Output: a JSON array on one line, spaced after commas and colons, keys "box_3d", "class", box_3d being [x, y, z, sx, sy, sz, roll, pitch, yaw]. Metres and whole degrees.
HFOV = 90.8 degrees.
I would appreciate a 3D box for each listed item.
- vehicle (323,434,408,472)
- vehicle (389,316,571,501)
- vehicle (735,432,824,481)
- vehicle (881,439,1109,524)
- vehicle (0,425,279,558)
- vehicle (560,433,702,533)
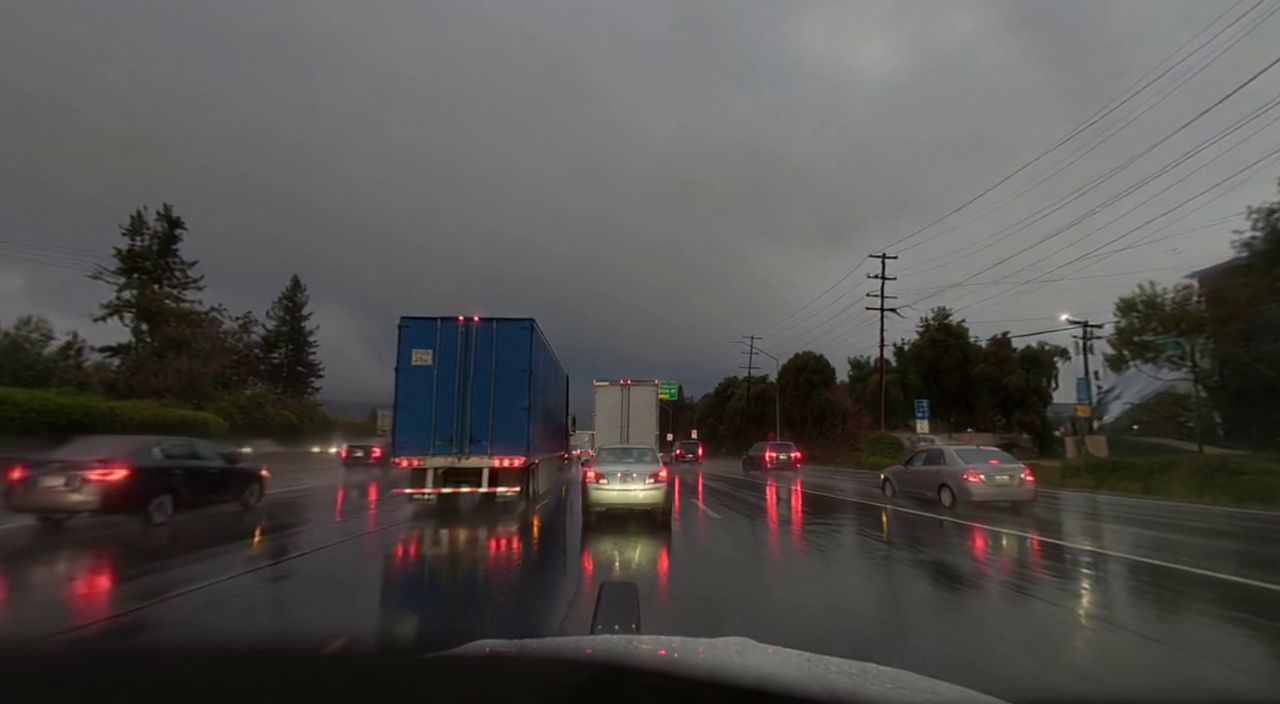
[{"box_3d": [-12.981, 4.815, 30.262, 2.148, 1.678, 4.851, 0, -9, -3], "class": "vehicle"}, {"box_3d": [-4.660, 2.655, 23.663, 3.150, 4.298, 17.928, 1, -9, -3], "class": "vehicle"}, {"box_3d": [5.181, 3.953, 24.016, 2.023, 1.676, 4.002, 1, -9, -7], "class": "vehicle"}, {"box_3d": [6.842, 2.502, 12.817, 1.878, 1.406, 4.164, 1, -9, -6], "class": "vehicle"}, {"box_3d": [-7.887, 1.955, 9.633, 2.016, 1.503, 4.785, 0, -9, -1], "class": "vehicle"}, {"box_3d": [-0.228, 2.269, 11.512, 2.112, 1.463, 4.012, 0, -9, -3], "class": "vehicle"}]
